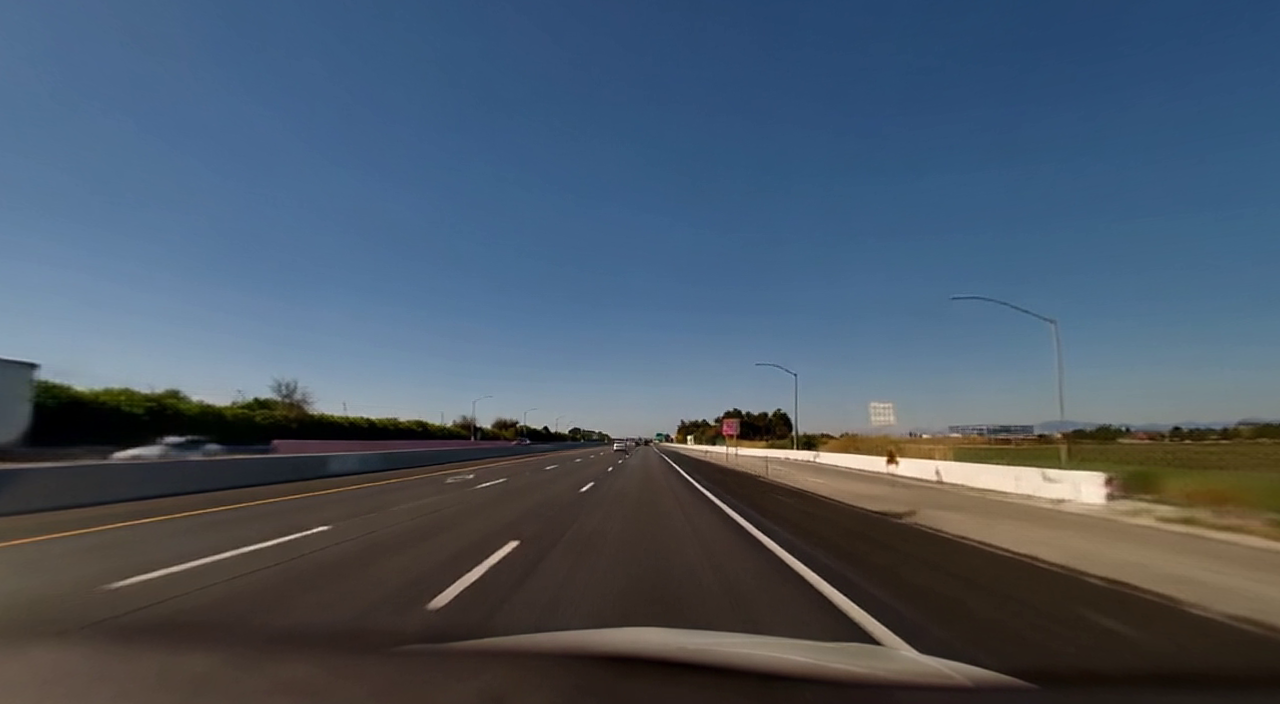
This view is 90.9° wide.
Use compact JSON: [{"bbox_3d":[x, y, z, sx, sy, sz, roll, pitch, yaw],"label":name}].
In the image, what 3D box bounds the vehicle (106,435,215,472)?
[{"bbox_3d":[-19.924,4.218,26.407,1.576,1.420,3.686,0,-9,1],"label":"vehicle"}]
